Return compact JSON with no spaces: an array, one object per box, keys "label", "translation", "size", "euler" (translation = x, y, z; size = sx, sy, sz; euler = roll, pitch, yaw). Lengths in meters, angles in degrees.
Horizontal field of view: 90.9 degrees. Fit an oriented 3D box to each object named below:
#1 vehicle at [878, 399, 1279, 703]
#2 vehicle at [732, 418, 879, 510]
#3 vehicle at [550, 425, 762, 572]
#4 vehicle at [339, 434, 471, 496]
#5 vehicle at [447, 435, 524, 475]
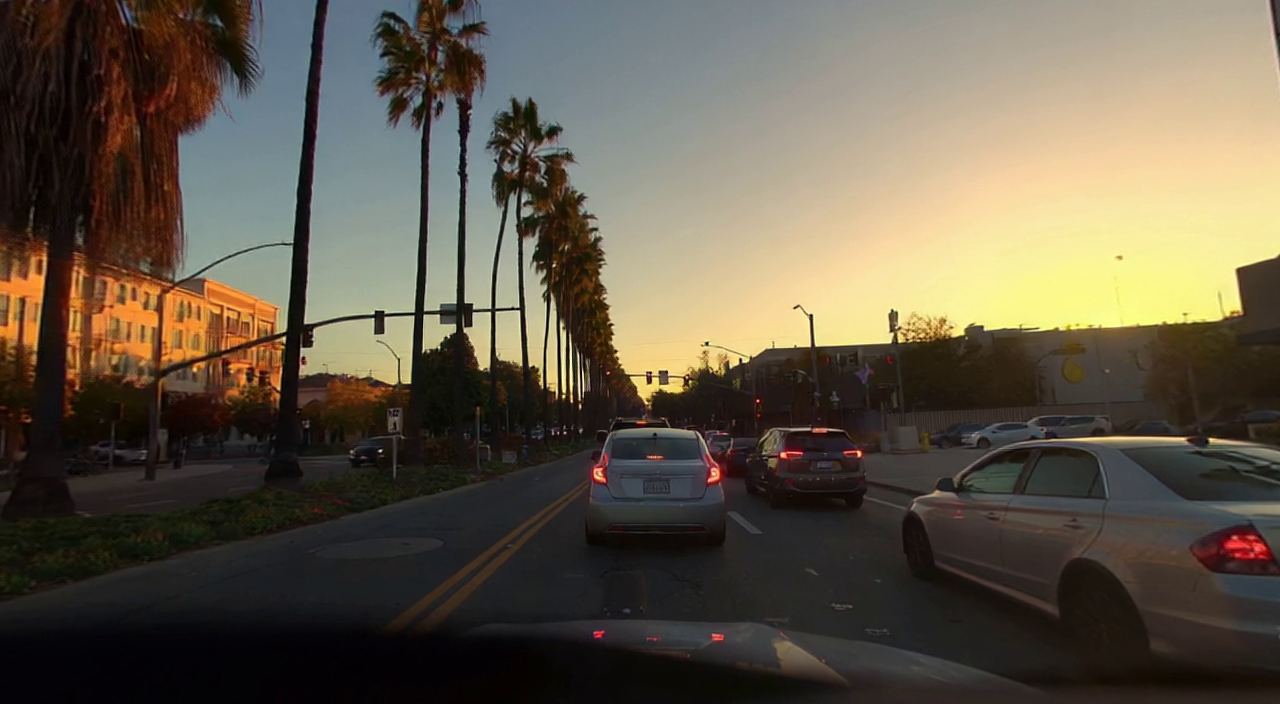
[{"label":"vehicle","translation":[3.538,1.227,4.479],"size":[1.910,1.490,4.661],"euler":[0,-8,1]},{"label":"vehicle","translation":[3.496,2.468,14.303],"size":[2.169,1.751,4.276],"euler":[0,-8,0]},{"label":"vehicle","translation":[0.178,1.787,8.458],"size":[2.140,1.474,4.026],"euler":[0,-8,0]},{"label":"vehicle","translation":[-6.252,3.052,17.388],"size":[1.900,1.487,4.165],"euler":[0,-8,2]},{"label":"vehicle","translation":[-6.041,4.096,25.219],"size":[1.822,1.456,4.396],"euler":[-1,-8,2]}]
